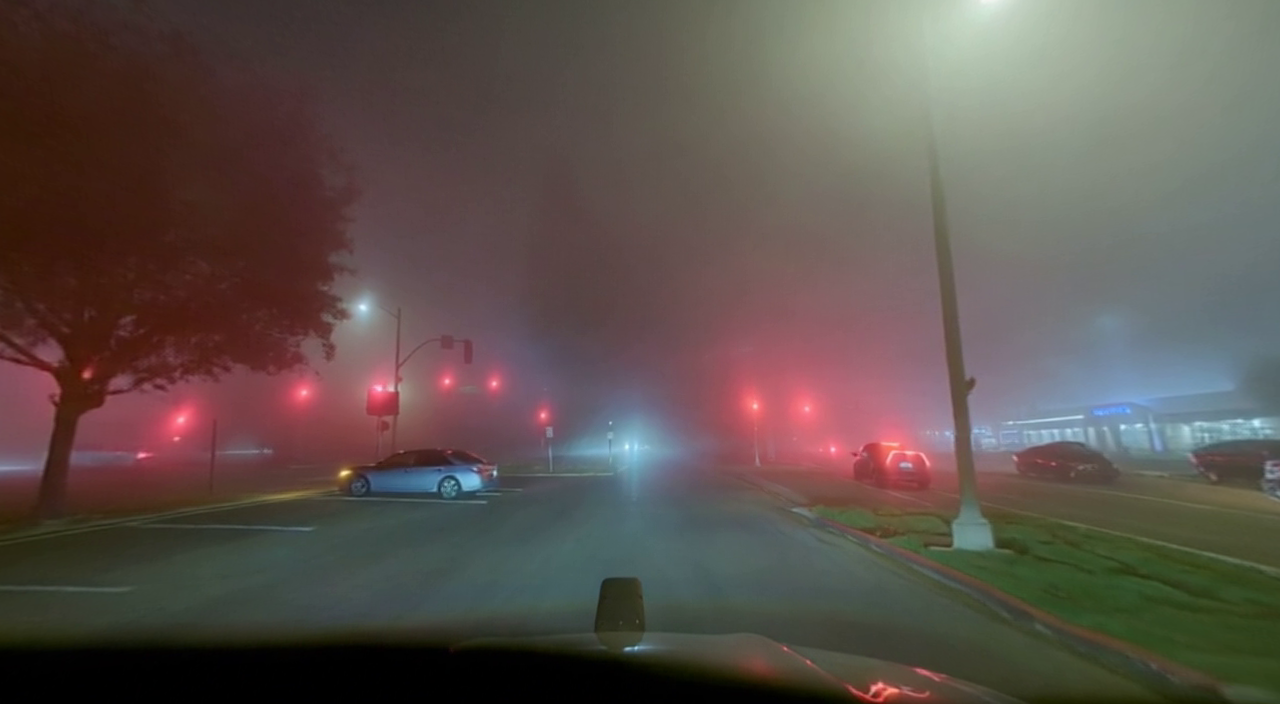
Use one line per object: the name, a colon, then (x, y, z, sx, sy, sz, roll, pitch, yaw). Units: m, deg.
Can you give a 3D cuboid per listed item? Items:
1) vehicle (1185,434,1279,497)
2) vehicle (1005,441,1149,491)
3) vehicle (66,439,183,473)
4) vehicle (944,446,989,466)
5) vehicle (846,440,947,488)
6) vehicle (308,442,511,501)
vehicle: (20.010, 3.544, 20.111, 1.888, 1.725, 4.268, -4, -8, 9)
vehicle: (14.474, 3.756, 21.294, 1.951, 1.491, 4.359, -1, -8, 4)
vehicle: (-29.182, 5.875, 35.865, 4.906, 1.784, 1.913, 7, -11, -41)
vehicle: (25.319, 8.032, 49.109, 1.833, 1.445, 4.178, -1, -8, 9)
vehicle: (9.076, 3.979, 22.852, 2.061, 1.519, 4.794, -1, -8, 5)
vehicle: (-6.249, 3.227, 17.424, 4.792, 1.468, 2.116, -2, -9, 10)
